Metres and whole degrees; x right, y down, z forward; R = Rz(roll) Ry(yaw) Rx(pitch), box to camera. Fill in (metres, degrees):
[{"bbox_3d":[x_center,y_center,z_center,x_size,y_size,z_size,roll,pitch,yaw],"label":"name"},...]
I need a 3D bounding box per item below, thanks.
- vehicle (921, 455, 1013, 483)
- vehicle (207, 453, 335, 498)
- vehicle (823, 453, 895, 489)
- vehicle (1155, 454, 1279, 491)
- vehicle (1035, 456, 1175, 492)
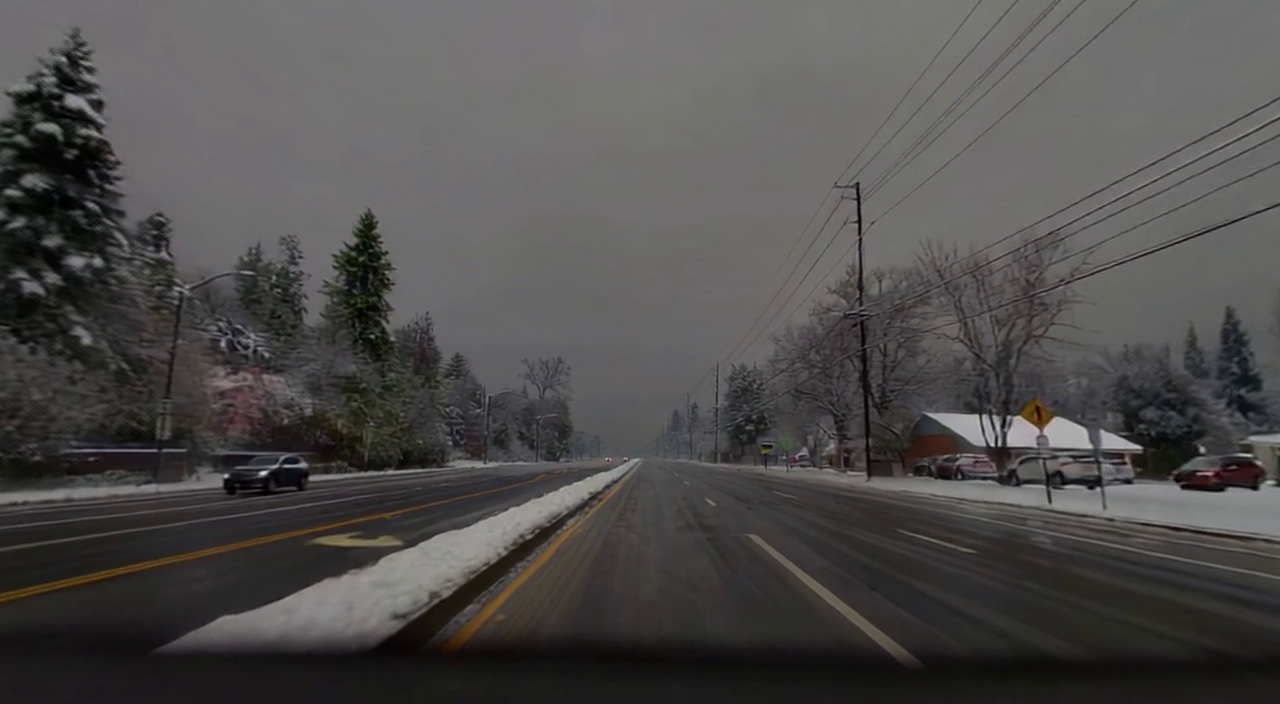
[{"bbox_3d":[19.804,7.095,38.409,4.643,1.520,1.894,-3,-9,18],"label":"vehicle"},{"bbox_3d":[-13.941,4.669,24.186,2.047,1.467,4.611,0,-8,1],"label":"vehicle"},{"bbox_3d":[12.027,6.545,34.979,2.182,1.768,4.904,0,-8,0],"label":"vehicle"},{"bbox_3d":[25.543,5.265,27.492,4.368,1.394,1.983,2,-10,1],"label":"vehicle"},{"bbox_3d":[20.552,5.391,28.005,4.664,1.504,1.816,0,-8,1],"label":"vehicle"}]
